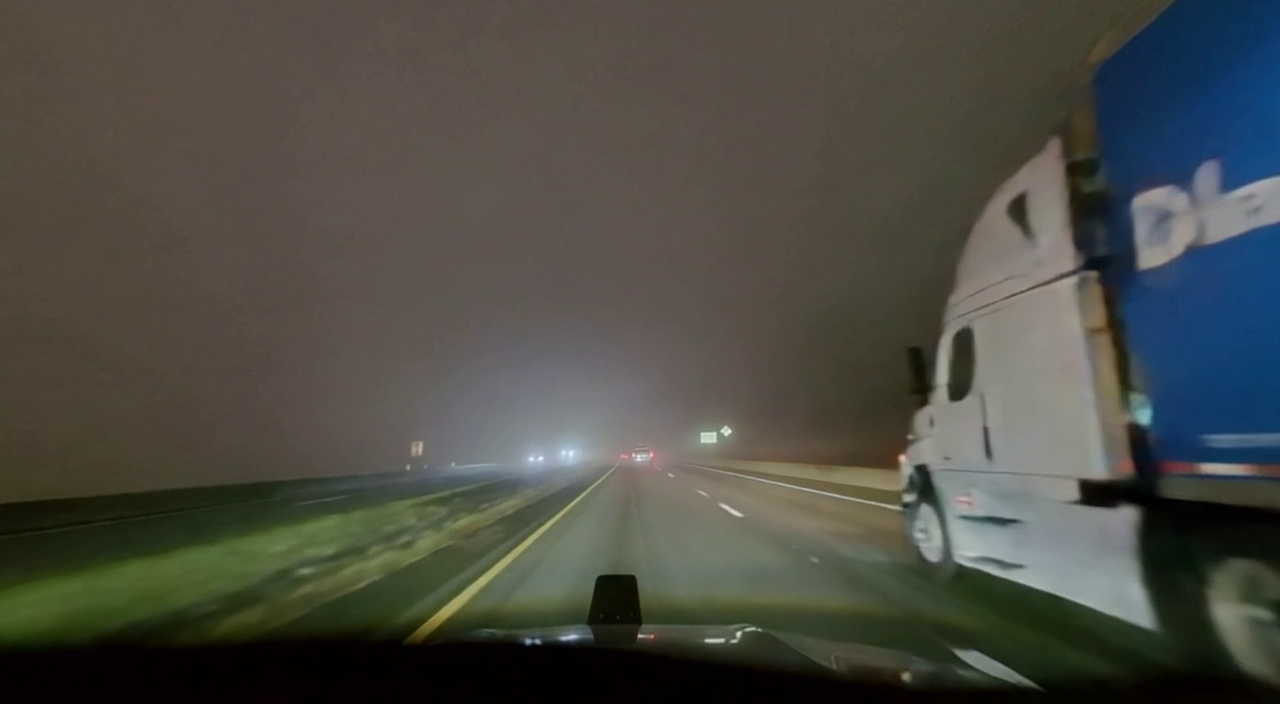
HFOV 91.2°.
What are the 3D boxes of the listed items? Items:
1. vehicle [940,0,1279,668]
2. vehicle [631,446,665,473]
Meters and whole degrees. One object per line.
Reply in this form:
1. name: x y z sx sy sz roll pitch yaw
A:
1. vehicle: 4.827 -0.391 3.117 3.205 3.890 6.518 0 -9 -1
2. vehicle: 0.492 7.172 42.113 2.160 1.691 4.243 0 -9 -1
